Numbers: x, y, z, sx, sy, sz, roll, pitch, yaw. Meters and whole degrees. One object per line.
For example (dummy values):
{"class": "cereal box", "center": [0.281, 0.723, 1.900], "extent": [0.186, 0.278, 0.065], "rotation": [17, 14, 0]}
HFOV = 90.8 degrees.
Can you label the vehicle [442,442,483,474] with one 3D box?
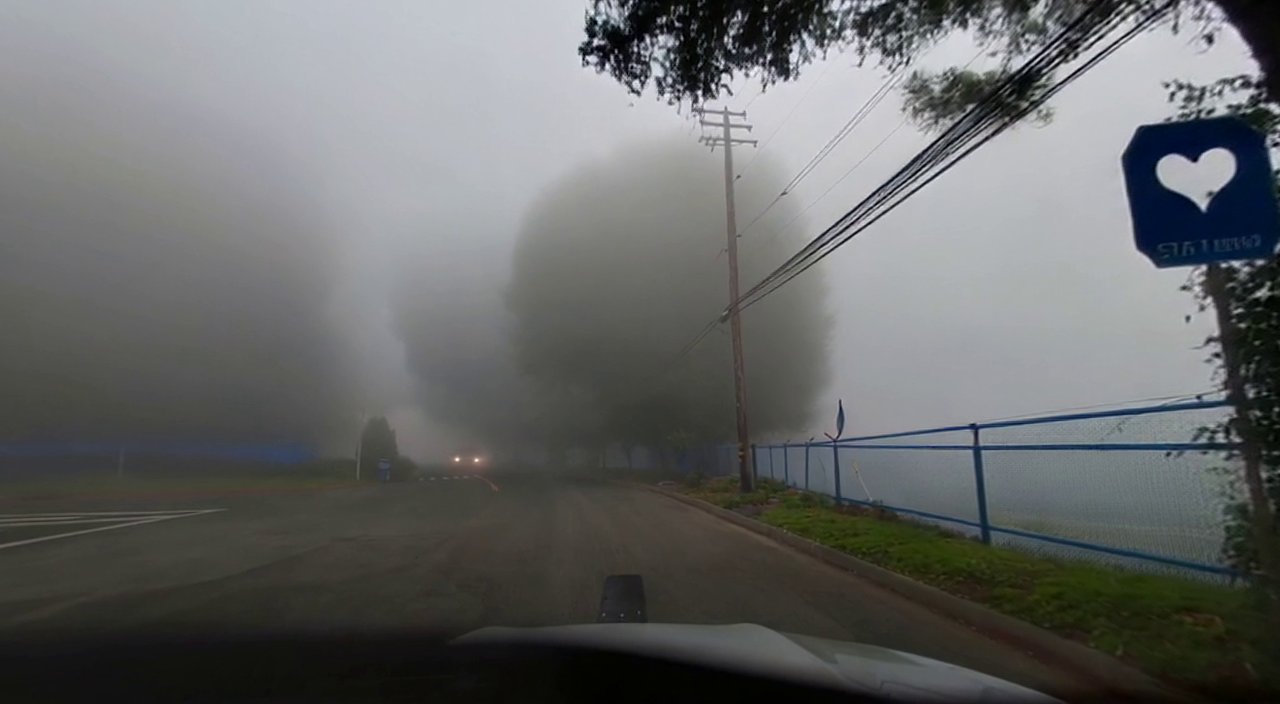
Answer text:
{"class": "vehicle", "center": [-11.394, 6.752, 40.360], "extent": [2.185, 1.901, 4.177], "rotation": [3, -9, -19]}
